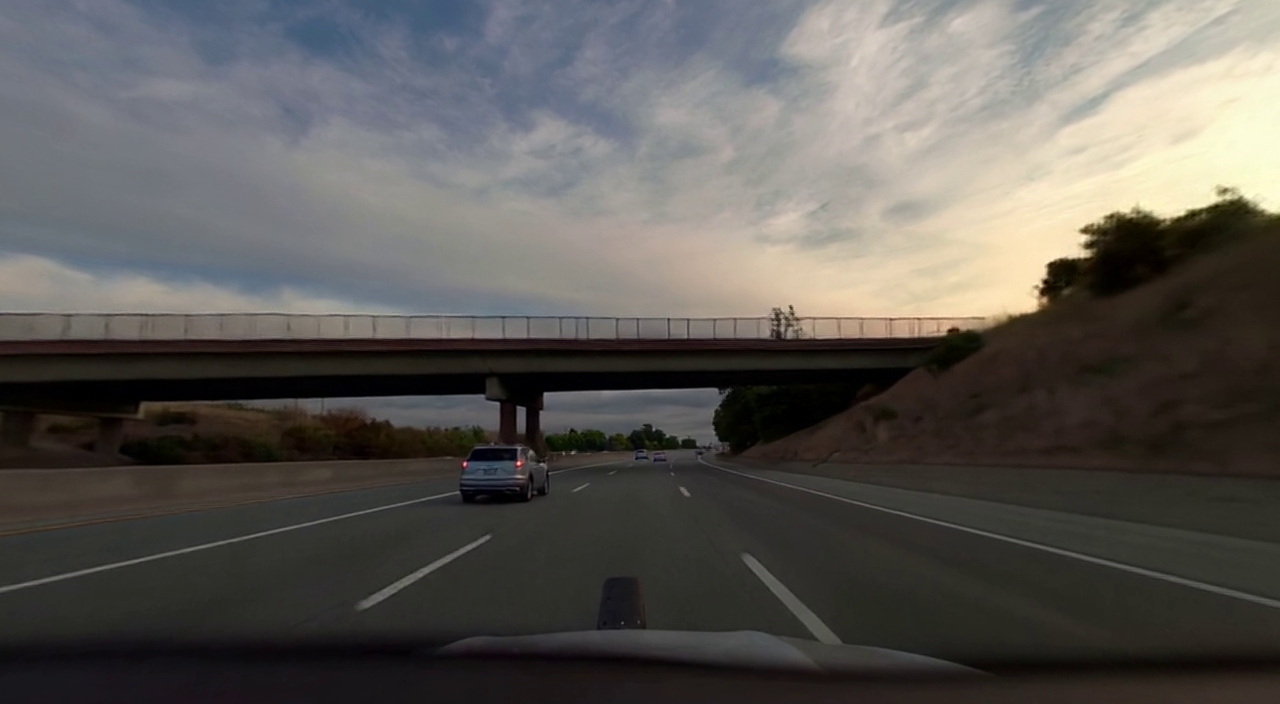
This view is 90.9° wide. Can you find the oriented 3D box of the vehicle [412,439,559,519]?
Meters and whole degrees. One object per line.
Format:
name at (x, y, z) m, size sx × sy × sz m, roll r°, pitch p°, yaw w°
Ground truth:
vehicle at (-3.517, 3.016, 15.512) m, size 2.274 × 1.628 × 4.807 m, roll -1°, pitch -9°, yaw 2°
